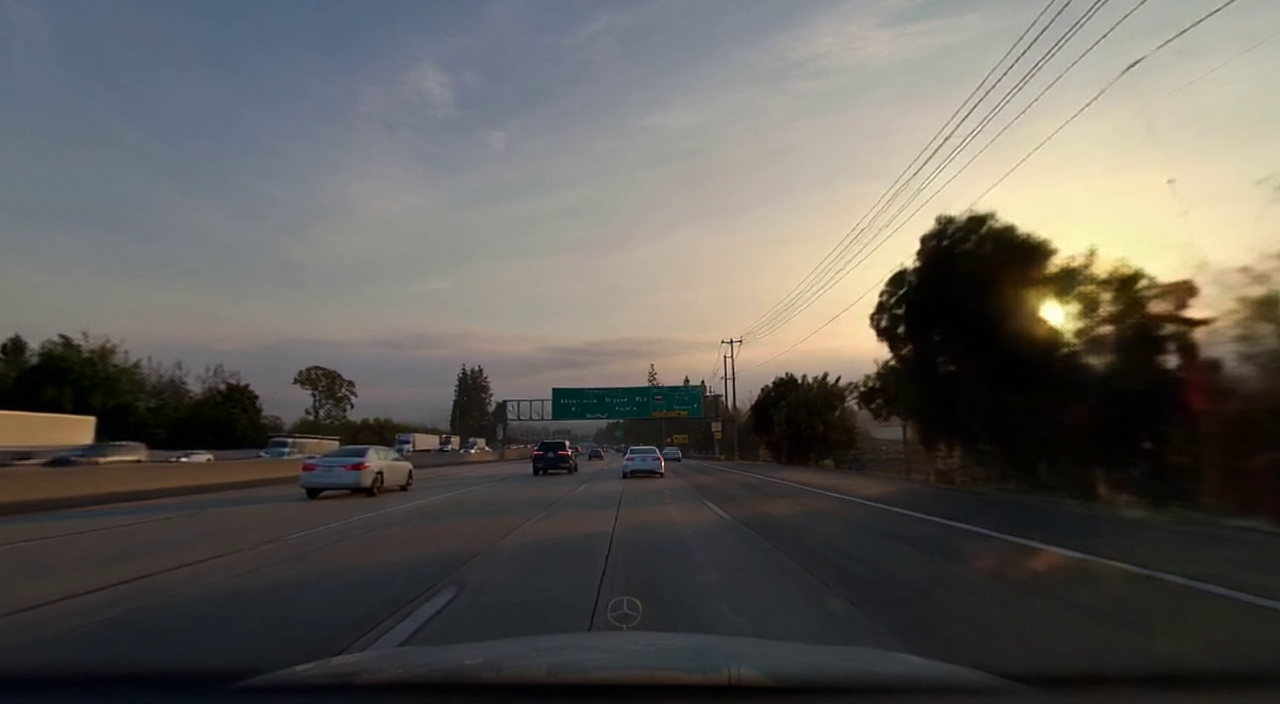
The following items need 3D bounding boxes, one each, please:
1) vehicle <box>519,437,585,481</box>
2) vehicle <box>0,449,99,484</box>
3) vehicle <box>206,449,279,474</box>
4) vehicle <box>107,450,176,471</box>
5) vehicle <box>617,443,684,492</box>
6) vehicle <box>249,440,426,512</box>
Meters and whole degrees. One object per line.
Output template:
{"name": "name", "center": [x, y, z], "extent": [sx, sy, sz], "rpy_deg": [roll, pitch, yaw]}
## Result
{"name": "vehicle", "center": [-3.826, 4.752, 28.344], "extent": [2.289, 1.777, 4.534], "rpy_deg": [0, -8, 0]}
{"name": "vehicle", "center": [-28.505, 5.324, 29.769], "extent": [1.887, 1.478, 4.790], "rpy_deg": [0, -8, -3]}
{"name": "vehicle", "center": [-24.995, 6.877, 39.862], "extent": [1.868, 1.472, 4.438], "rpy_deg": [0, -8, -2]}
{"name": "vehicle", "center": [-37.254, 8.130, 47.285], "extent": [1.786, 1.446, 4.470], "rpy_deg": [1, -8, -4]}
{"name": "vehicle", "center": [0.272, 3.886, 21.614], "extent": [2.082, 1.482, 4.126], "rpy_deg": [0, -8, -2]}
{"name": "vehicle", "center": [-7.066, 2.919, 15.423], "extent": [1.974, 1.464, 4.733], "rpy_deg": [0, -8, 0]}
